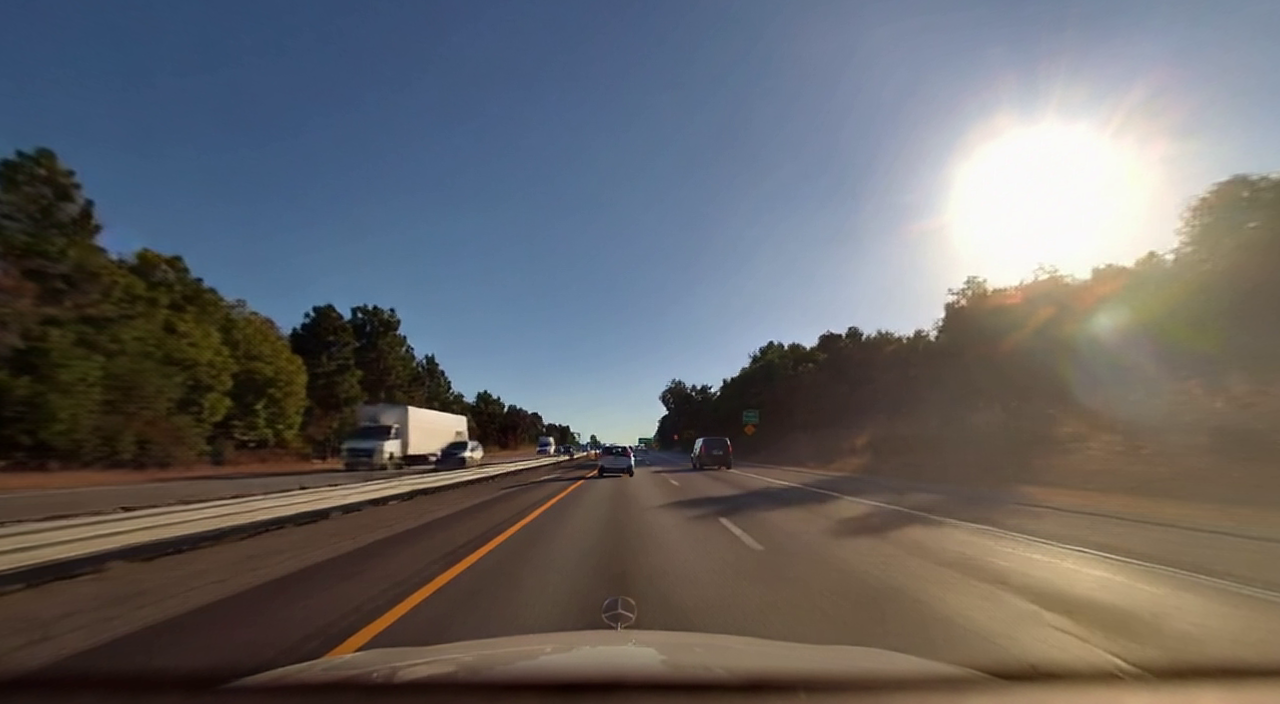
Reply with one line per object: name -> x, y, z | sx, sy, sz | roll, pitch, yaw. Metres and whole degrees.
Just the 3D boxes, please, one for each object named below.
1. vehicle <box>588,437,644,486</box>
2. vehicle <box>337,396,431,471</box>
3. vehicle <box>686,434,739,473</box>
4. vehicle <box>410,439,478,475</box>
vehicle -> -0.894, 4.209, 24.327 | 1.963, 1.711, 4.284 | 0, -9, -1
vehicle -> -14.977, 4.927, 37.278 | 3.001, 4.045, 6.029 | 0, -9, -1
vehicle -> 3.824, 5.460, 33.738 | 2.179, 1.930, 4.538 | 0, -9, -1
vehicle -> -9.809, 5.273, 31.711 | 2.019, 1.670, 4.493 | 0, -9, -1
